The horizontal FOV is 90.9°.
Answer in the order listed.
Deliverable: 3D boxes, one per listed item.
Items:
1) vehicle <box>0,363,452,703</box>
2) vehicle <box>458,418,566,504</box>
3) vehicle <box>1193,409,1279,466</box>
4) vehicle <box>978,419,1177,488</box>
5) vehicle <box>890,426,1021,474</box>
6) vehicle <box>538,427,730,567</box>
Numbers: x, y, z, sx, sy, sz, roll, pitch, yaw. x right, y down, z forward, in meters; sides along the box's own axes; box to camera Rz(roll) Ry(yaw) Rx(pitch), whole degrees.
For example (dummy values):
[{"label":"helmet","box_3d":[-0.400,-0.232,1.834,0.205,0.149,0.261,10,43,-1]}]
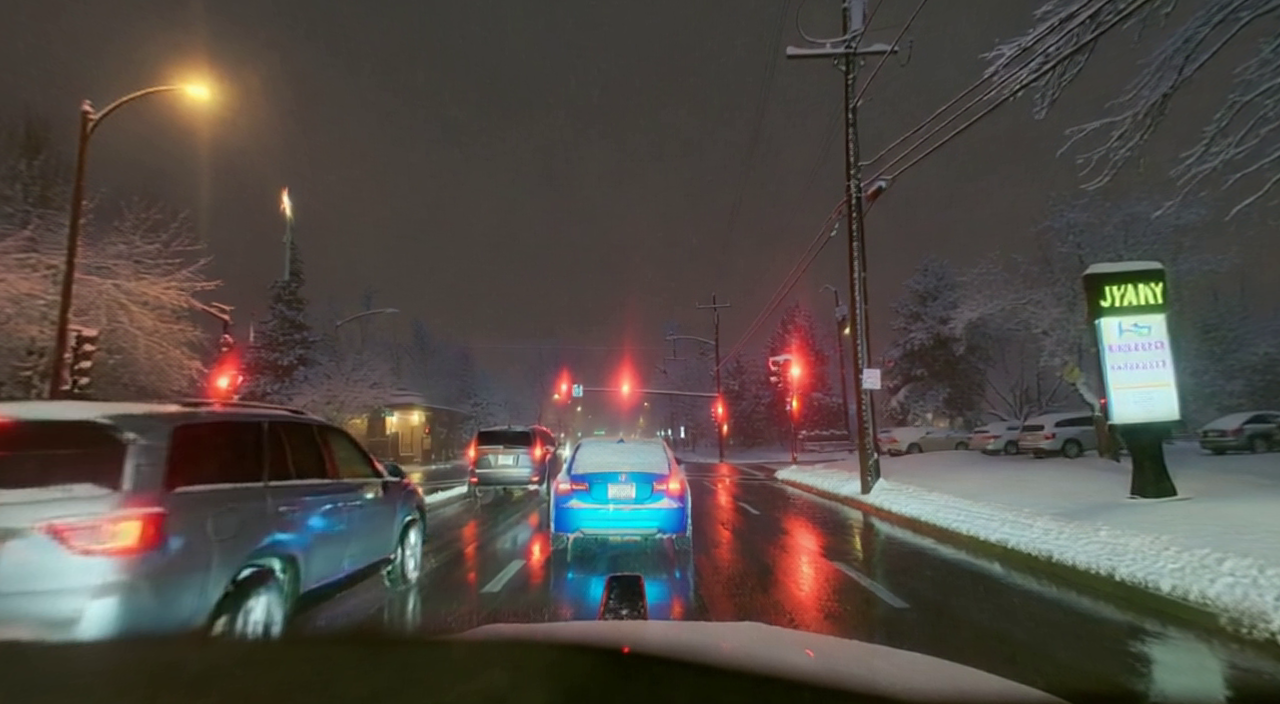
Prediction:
[{"label":"vehicle","box_3d":[-2.930,1.165,4.448,2.003,1.681,3.878,0,-8,0]},{"label":"vehicle","box_3d":[-3.038,2.690,15.986,2.106,1.852,4.512,0,-8,-4]},{"label":"vehicle","box_3d":[18.723,2.551,18.682,4.446,1.511,1.977,4,-10,-29]},{"label":"vehicle","box_3d":[10.523,2.490,15.678,1.888,1.455,4.268,0,-8,0]},{"label":"vehicle","box_3d":[10.638,3.349,21.724,1.842,1.471,4.481,1,-8,-5]},{"label":"vehicle","box_3d":[-0.154,1.871,8.963,2.070,1.481,4.216,0,-8,-3]}]
